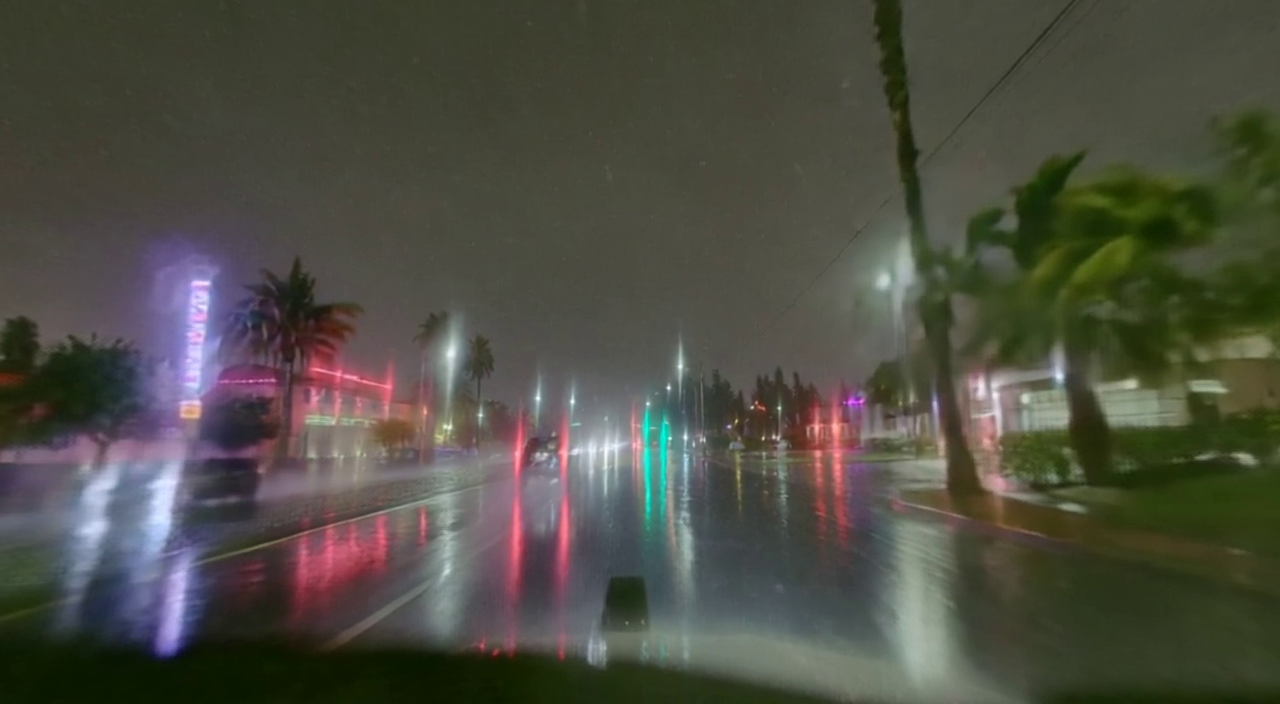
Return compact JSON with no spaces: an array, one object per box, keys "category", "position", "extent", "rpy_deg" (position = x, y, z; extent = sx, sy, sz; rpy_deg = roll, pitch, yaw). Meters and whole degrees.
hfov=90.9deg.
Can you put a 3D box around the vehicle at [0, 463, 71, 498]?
[{"category":"vehicle","position":[-30.589,6.228,30.687],"extent":[1.839,1.556,4.033],"rpy_deg":[0,-8,2]}]

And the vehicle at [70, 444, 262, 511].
[{"category":"vehicle","position":[-13.804,3.639,18.841],"extent":[2.034,1.727,4.654],"rpy_deg":[0,-8,1]}]

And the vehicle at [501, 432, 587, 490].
[{"category":"vehicle","position":[-3.050,3.576,21.066],"extent":[2.062,1.693,4.669],"rpy_deg":[0,-8,1]}]
